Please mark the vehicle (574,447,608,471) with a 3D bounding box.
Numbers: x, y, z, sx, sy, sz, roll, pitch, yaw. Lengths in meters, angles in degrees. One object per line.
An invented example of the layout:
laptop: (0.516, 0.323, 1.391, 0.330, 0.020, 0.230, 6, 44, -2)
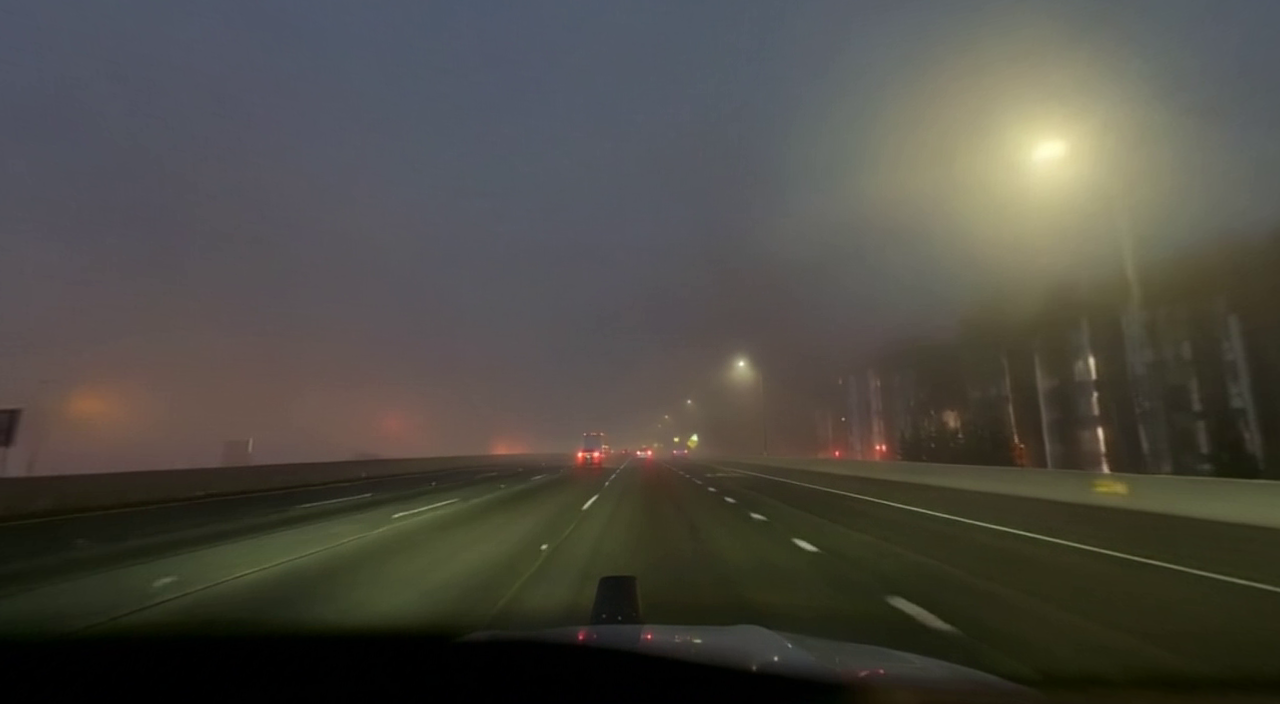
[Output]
vehicle: (-3.555, 7.864, 46.453, 2.195, 1.630, 4.336, 0, -9, 0)
